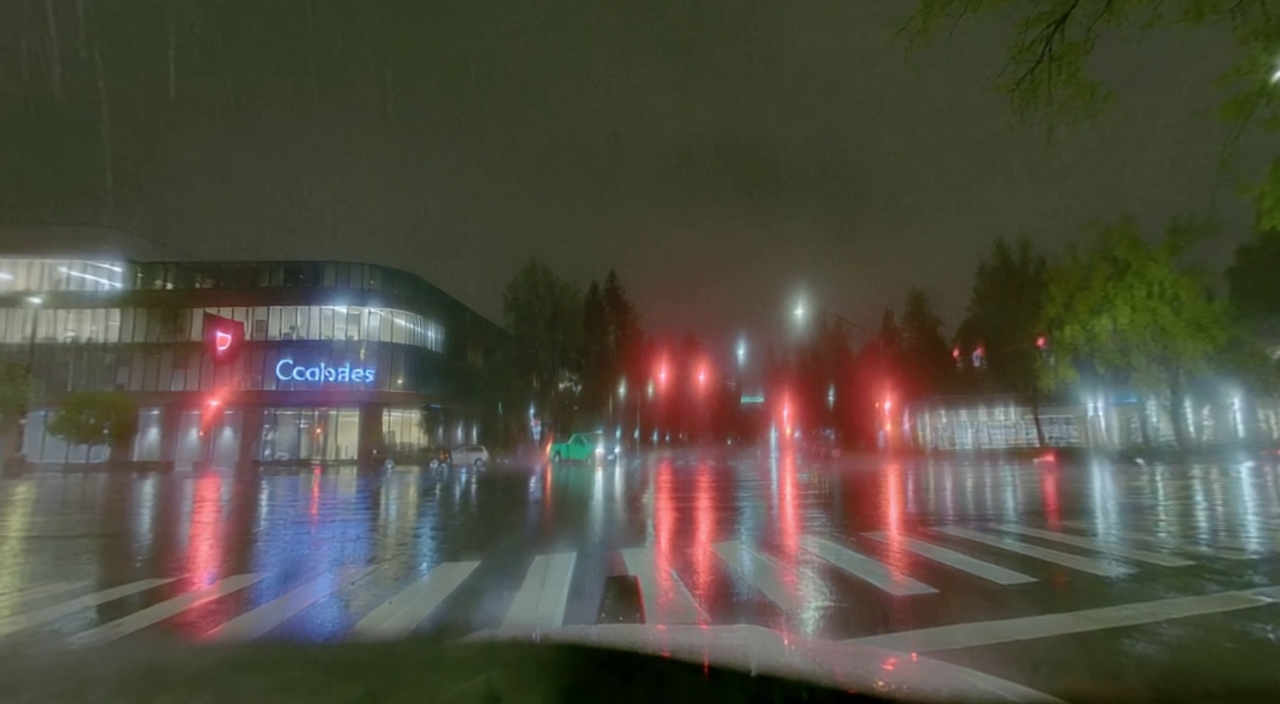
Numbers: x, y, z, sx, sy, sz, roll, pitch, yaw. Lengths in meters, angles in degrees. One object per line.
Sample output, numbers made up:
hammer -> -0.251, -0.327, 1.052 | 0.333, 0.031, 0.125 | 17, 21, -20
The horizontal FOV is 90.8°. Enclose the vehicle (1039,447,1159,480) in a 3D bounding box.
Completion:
vehicle -> 21.578, 5.201, 29.721 | 4.658, 1.478, 1.946 | 2, -9, -15

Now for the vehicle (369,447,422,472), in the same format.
vehicle -> -16.257, 7.133, 42.232 | 1.883, 1.586, 4.297 | 0, -9, -1

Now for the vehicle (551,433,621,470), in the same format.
vehicle -> -3.222, 5.697, 36.429 | 2.289, 1.927, 5.667 | 4, -9, -24

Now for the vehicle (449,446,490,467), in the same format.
vehicle -> -12.634, 7.762, 47.088 | 1.946, 1.474, 4.008 | 0, -9, 0
